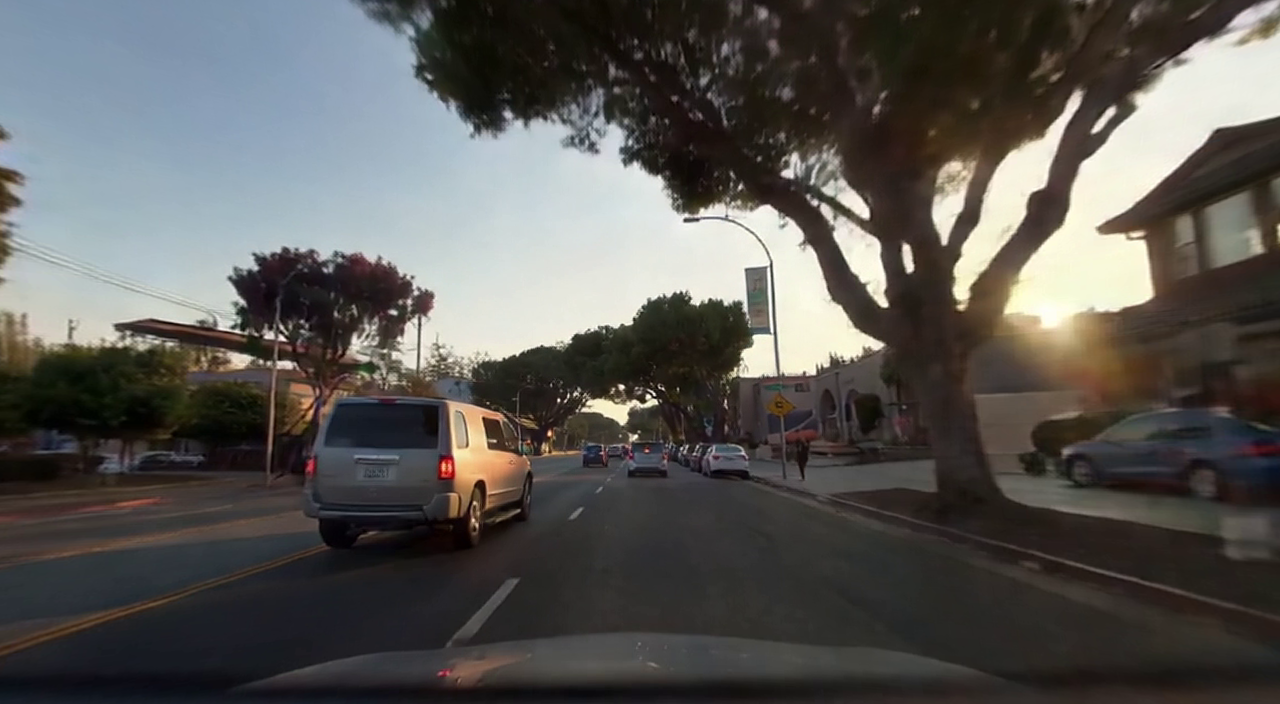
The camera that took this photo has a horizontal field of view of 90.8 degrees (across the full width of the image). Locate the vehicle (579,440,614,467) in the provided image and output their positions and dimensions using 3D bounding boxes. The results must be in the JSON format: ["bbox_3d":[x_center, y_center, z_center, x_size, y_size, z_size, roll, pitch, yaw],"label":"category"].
[{"bbox_3d":[-2.896,6.870,42.909,2.028,1.689,4.162,0,-9,1],"label":"vehicle"}]

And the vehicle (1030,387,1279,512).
[{"bbox_3d":[10.589,1.910,12.580,2.062,1.897,5.751,0,-8,1],"label":"vehicle"}]

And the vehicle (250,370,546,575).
[{"bbox_3d":[-2.896,1.620,9.188,2.213,2.123,5.124,0,-9,0],"label":"vehicle"}]

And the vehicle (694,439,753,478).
[{"bbox_3d":[3.803,4.947,29.664,1.947,1.646,4.782,0,-9,-2],"label":"vehicle"}]

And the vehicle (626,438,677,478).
[{"bbox_3d":[0.484,4.761,28.641,2.126,1.657,4.132,0,-9,0],"label":"vehicle"}]
